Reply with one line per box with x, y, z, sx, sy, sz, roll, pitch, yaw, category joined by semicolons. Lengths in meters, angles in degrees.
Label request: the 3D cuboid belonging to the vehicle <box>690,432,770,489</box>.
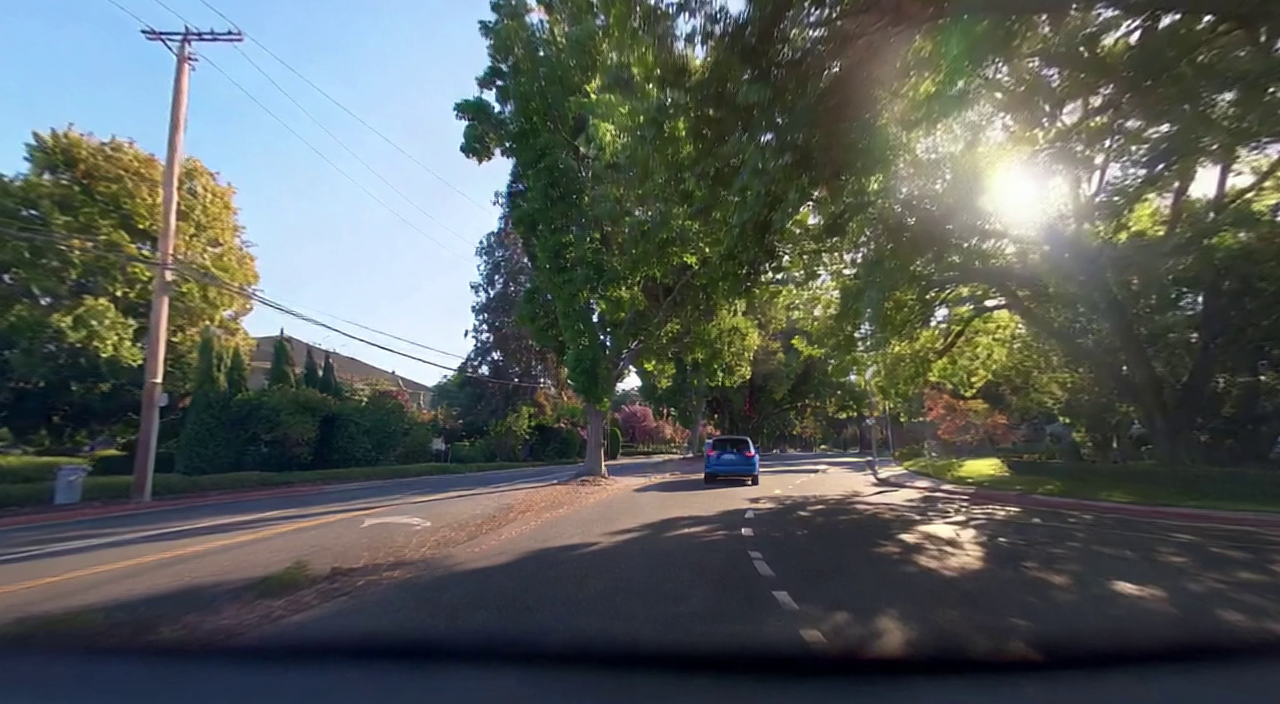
3.085;3.552;20.998;2.139;1.699;3.916;-2;-9;15;vehicle
